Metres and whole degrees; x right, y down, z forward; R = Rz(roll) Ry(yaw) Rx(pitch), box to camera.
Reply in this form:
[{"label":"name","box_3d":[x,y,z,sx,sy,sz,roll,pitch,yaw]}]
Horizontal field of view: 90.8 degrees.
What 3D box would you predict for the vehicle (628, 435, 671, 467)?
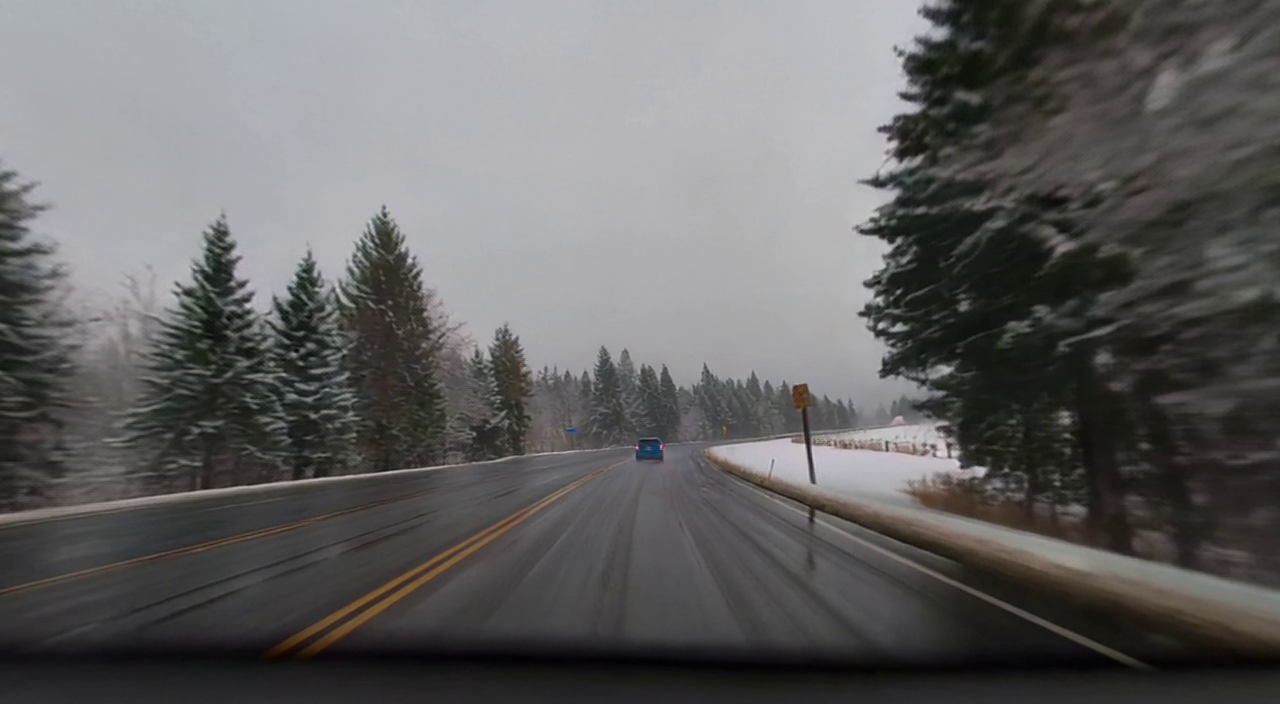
[{"label":"vehicle","box_3d":[0.615,5.711,36.566,2.294,1.708,4.110,-1,-9,4]}]
